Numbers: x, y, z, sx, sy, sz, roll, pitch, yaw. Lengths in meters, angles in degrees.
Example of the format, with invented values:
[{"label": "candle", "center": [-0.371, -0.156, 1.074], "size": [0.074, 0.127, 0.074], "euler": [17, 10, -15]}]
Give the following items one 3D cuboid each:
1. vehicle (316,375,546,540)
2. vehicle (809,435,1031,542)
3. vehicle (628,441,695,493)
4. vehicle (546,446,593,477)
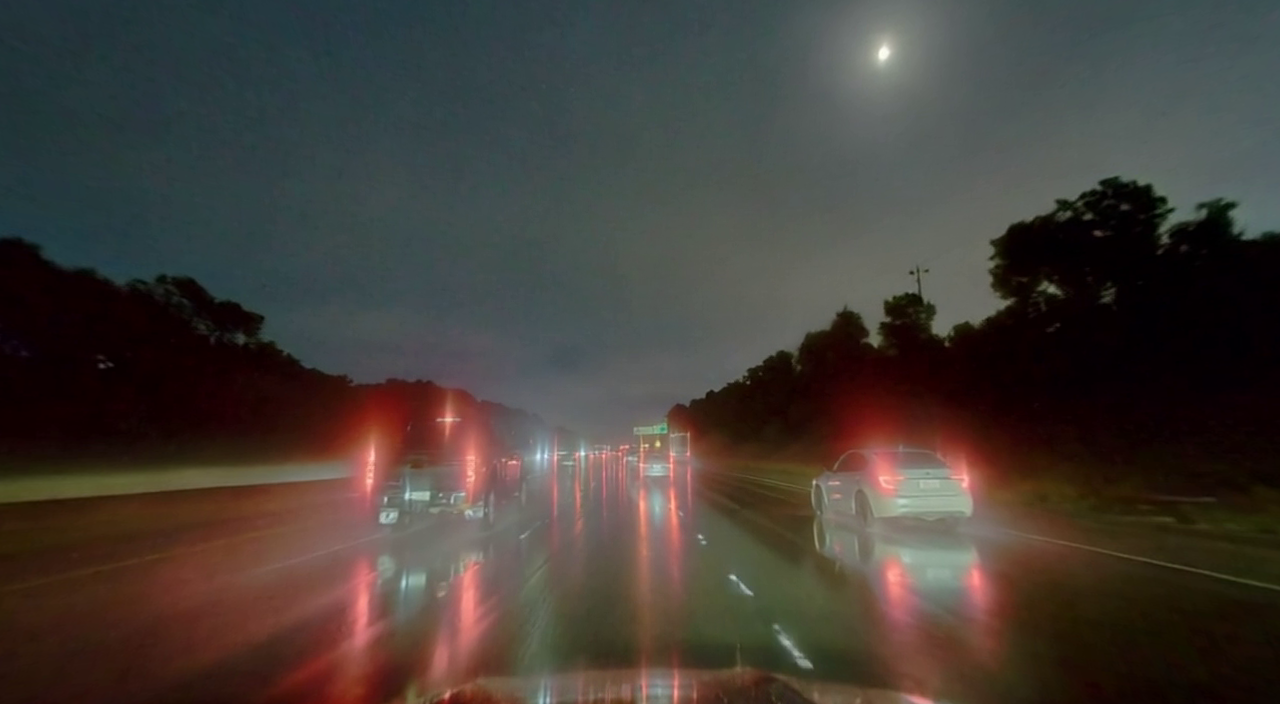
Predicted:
[{"label": "vehicle", "center": [-3.586, 2.038, 12.481], "size": [2.523, 2.458, 6.022], "euler": [0, -9, 0]}, {"label": "vehicle", "center": [4.535, 2.263, 10.987], "size": [1.961, 1.491, 4.035], "euler": [0, -9, -1]}, {"label": "vehicle", "center": [0.636, 3.822, 21.159], "size": [2.015, 1.526, 4.286], "euler": [0, -9, -1]}, {"label": "vehicle", "center": [-3.595, 5.640, 32.553], "size": [1.940, 1.502, 4.463], "euler": [0, -9, 0]}]
